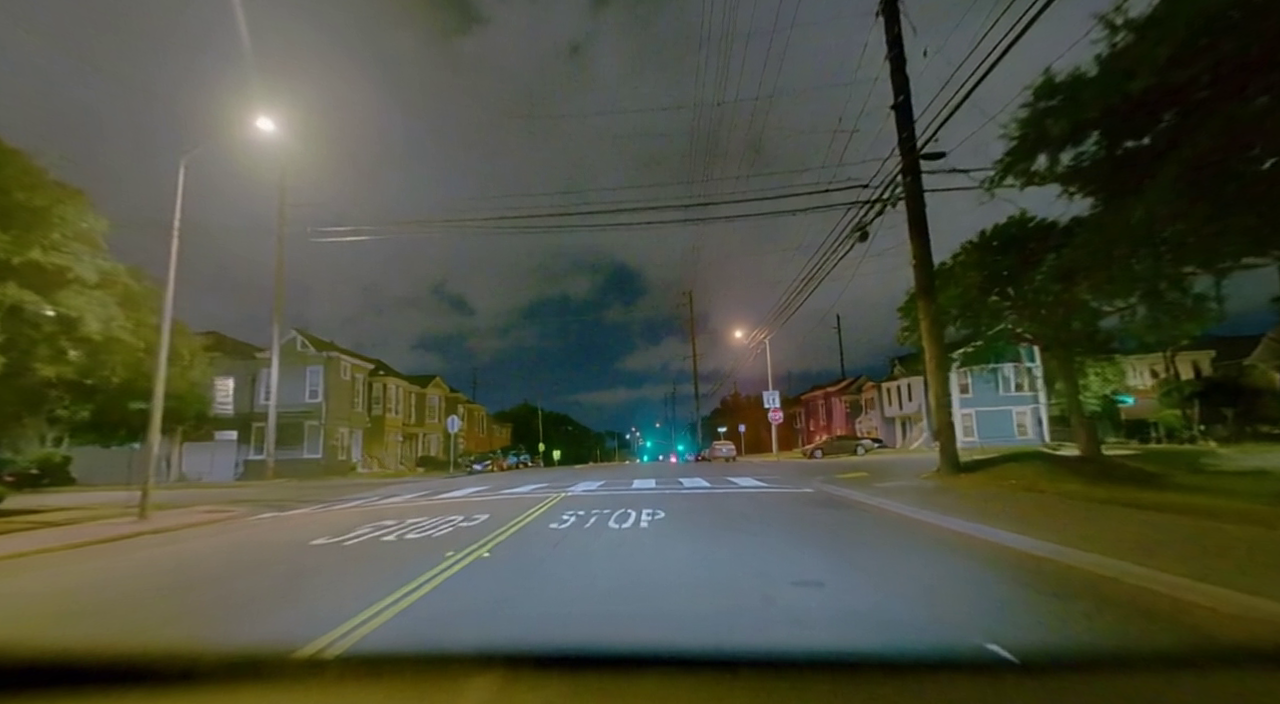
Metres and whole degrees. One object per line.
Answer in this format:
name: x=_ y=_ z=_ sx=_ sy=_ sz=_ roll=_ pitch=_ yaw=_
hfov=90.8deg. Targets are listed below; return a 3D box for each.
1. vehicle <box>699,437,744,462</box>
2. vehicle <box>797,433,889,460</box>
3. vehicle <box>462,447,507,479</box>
vehicle: x=5.314 y=6.440 z=41.726 sx=2.059 sy=1.502 sz=4.824 roll=0 pitch=-8 yaw=-4
vehicle: x=11.178 y=5.195 z=34.887 sx=4.336 sy=1.424 sz=1.954 roll=1 pitch=-9 yaw=-10
vehicle: x=-9.698 y=6.896 z=39.724 sx=1.900 sy=1.683 sz=4.486 roll=-5 pitch=-8 yaw=-4
